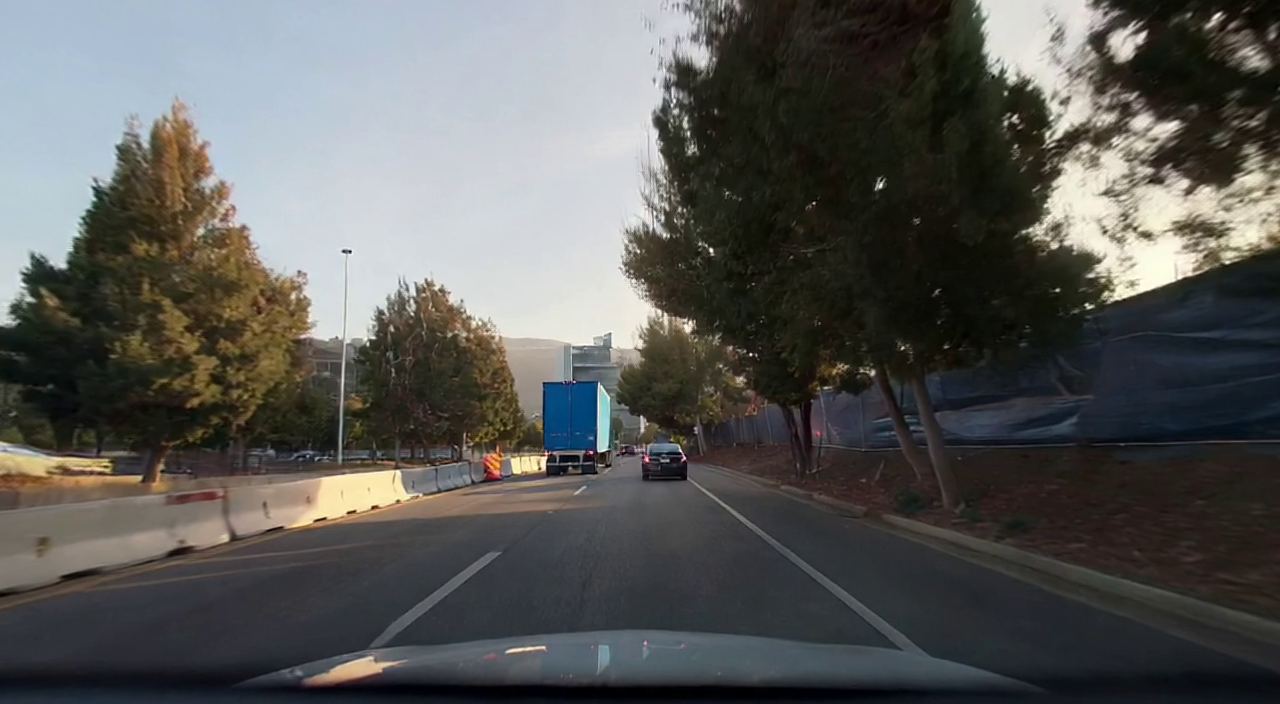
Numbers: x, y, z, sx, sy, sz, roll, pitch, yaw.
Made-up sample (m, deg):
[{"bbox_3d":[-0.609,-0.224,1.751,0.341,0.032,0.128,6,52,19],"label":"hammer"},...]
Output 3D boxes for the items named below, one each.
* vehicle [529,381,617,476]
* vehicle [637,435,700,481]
[{"bbox_3d":[-3.188,4.439,35.173,2.906,4.115,15.715,0,-8,1],"label":"vehicle"},{"bbox_3d":[1.038,4.204,25.288,2.304,1.675,4.462,0,-8,0],"label":"vehicle"}]
